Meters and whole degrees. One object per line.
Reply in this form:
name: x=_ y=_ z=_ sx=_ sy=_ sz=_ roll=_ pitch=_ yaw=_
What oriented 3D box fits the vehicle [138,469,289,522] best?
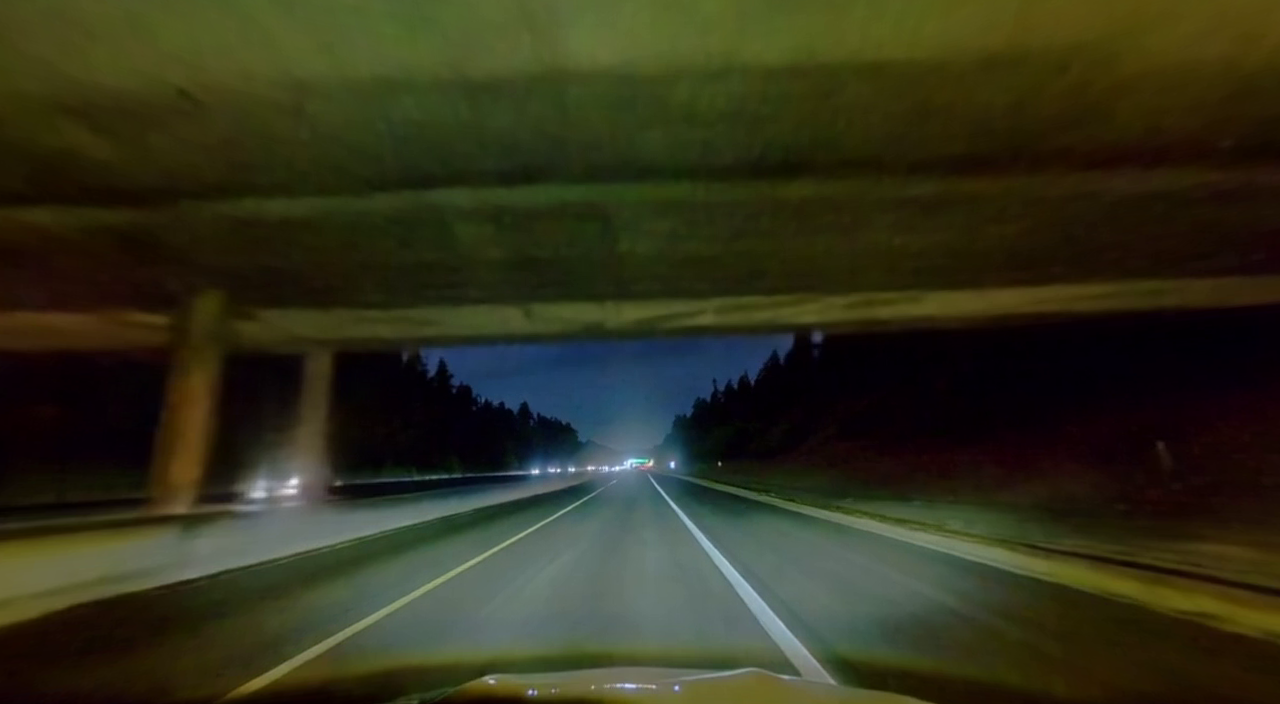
vehicle: x=-12.835 y=4.313 z=19.300 sx=1.941 sy=1.429 sz=3.701 roll=1 pitch=-10 yaw=1
